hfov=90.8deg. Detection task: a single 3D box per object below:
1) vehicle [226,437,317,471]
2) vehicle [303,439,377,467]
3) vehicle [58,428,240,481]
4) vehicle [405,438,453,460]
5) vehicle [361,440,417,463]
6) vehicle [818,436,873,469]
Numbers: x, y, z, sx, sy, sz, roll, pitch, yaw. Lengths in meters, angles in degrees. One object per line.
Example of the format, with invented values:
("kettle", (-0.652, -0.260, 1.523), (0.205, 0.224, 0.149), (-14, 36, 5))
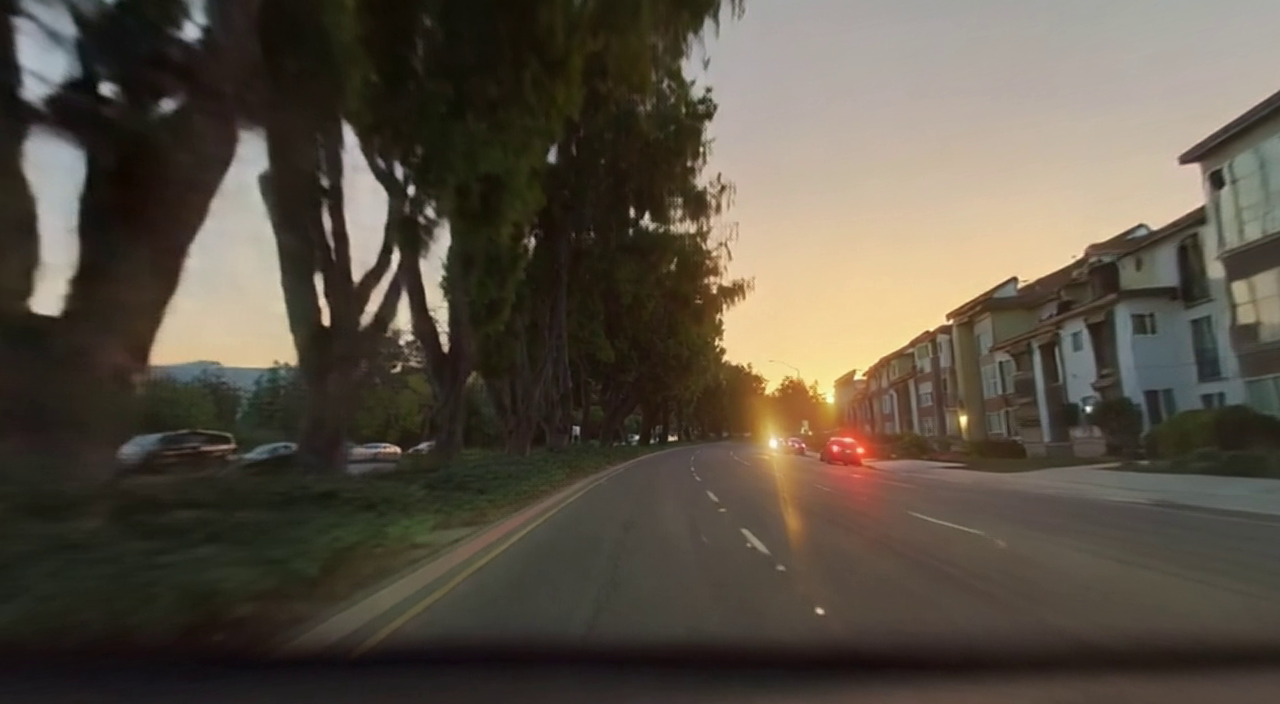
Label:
("vehicle", (-18.115, 5.057, 31.312), (1.802, 1.487, 4.359), (-2, -9, 2))
("vehicle", (-17.573, 5.979, 37.325), (1.823, 1.455, 4.680), (-3, -9, 5))
("vehicle", (-18.488, 3.912, 24.316), (2.226, 1.733, 5.775), (-1, -9, 3))
("vehicle", (-16.391, 7.627, 49.356), (1.908, 1.500, 4.470), (-3, -10, 5))
("vehicle", (-17.151, 6.830, 43.395), (1.829, 1.452, 4.562), (-3, -9, 2))
("vehicle", (12.101, 5.898, 37.517), (2.037, 1.655, 4.760), (3, -7, 6))
